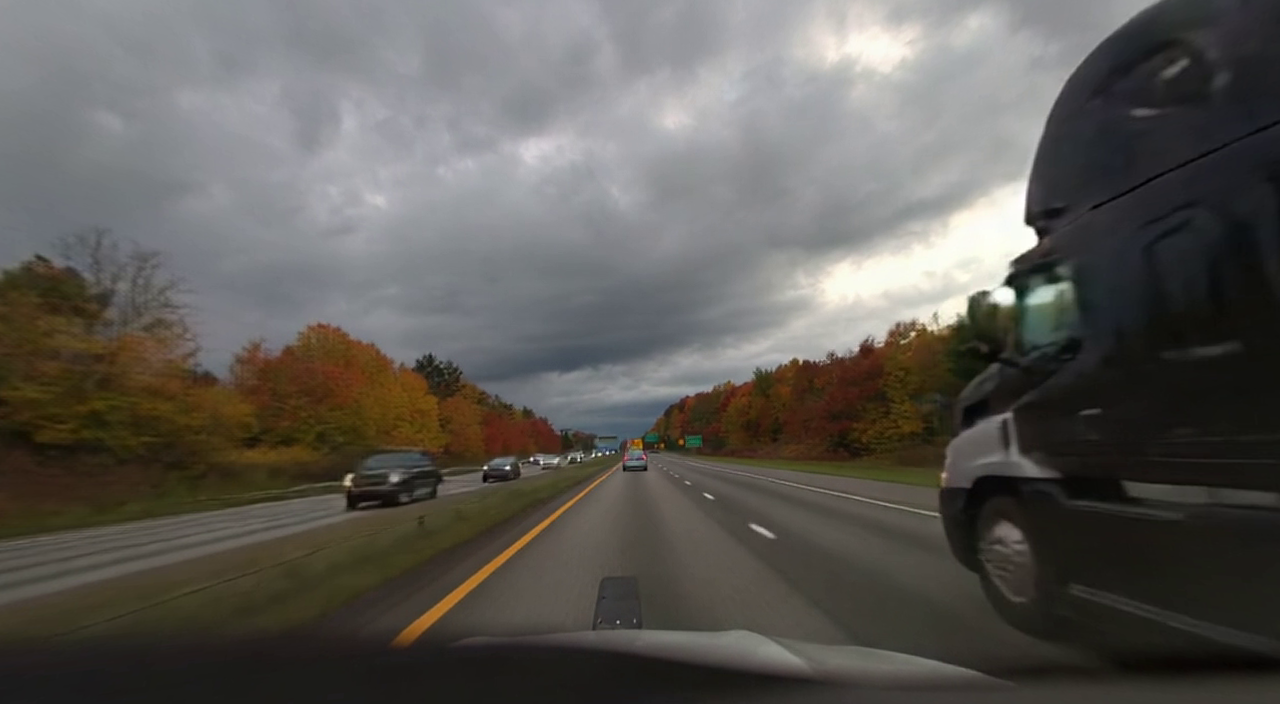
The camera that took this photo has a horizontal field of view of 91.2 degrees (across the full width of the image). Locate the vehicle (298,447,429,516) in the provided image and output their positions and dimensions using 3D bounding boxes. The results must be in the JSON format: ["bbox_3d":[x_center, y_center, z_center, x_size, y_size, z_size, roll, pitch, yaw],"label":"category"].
[{"bbox_3d":[-9.060,4.250,21.147,2.221,2.006,4.849,-1,-9,-1],"label":"vehicle"}]

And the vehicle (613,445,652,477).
[{"bbox_3d":[-0.450,6.496,37.510,2.168,1.705,4.272,-1,-9,-1],"label":"vehicle"}]

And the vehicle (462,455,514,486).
[{"bbox_3d":[-9.001,7.029,37.442,1.991,1.650,4.391,-1,-9,0],"label":"vehicle"}]
